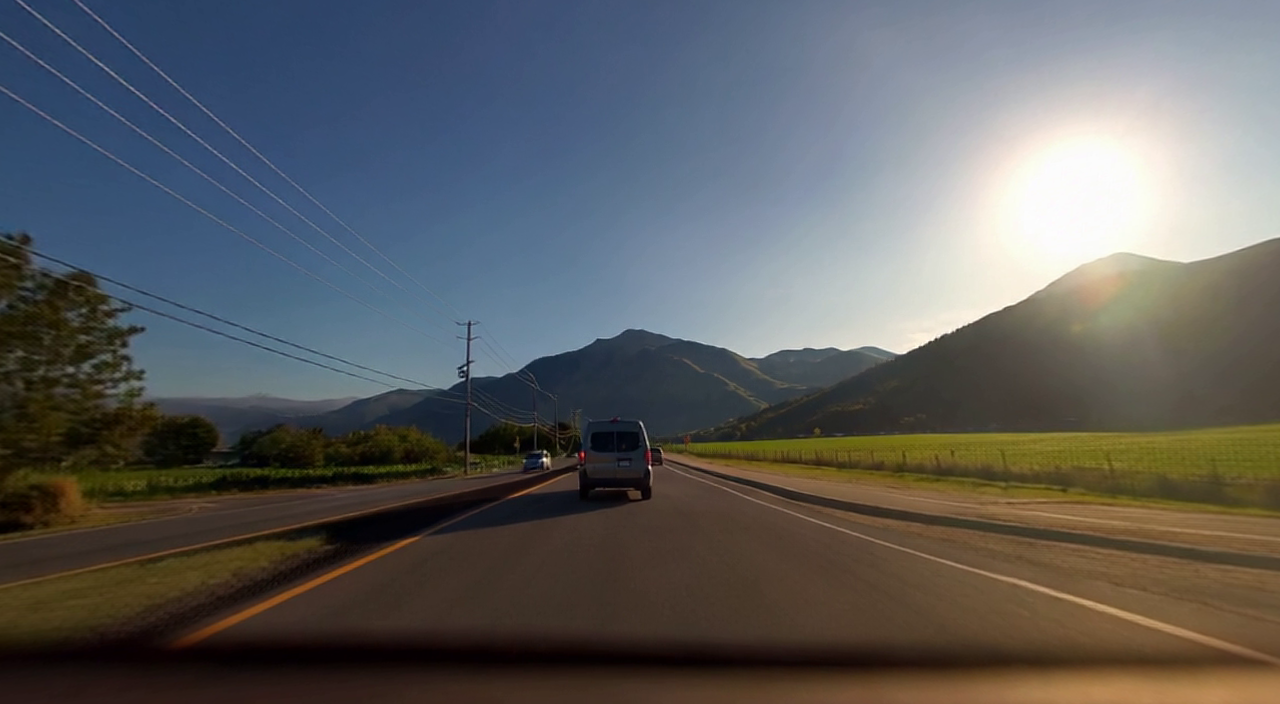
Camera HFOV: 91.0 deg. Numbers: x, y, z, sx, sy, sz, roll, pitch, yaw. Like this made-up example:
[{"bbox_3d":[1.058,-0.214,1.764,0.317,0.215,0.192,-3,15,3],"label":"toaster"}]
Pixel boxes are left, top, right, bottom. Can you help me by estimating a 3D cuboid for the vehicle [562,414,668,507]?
[{"bbox_3d":[-0.668,2.884,17.006,2.454,2.144,4.535,0,-9,-2],"label":"vehicle"}]
